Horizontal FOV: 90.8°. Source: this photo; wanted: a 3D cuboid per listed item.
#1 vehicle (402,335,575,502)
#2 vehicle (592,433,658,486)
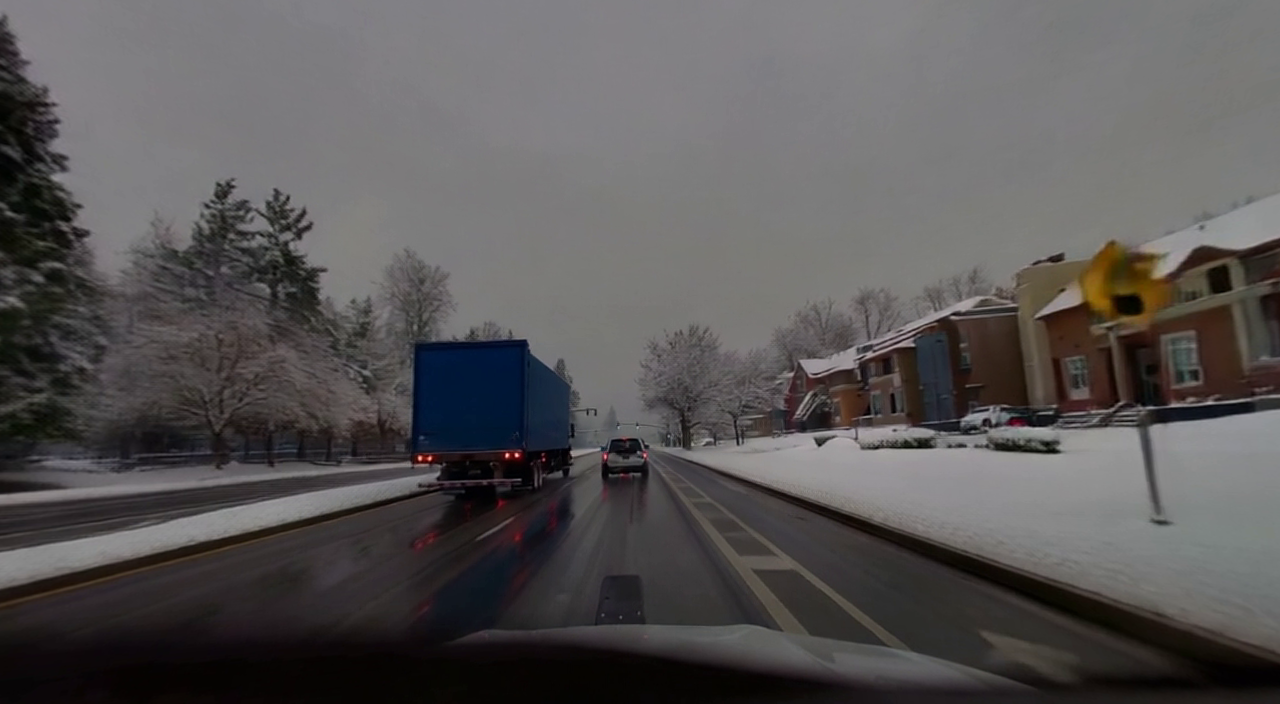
[{"bbox_3d":[-4.056,2.297,19.982,2.996,3.902,10.410,0,-8,-1],"label":"vehicle"},{"bbox_3d":[-0.494,3.704,22.026,2.094,1.682,3.866,0,-8,-1],"label":"vehicle"}]
